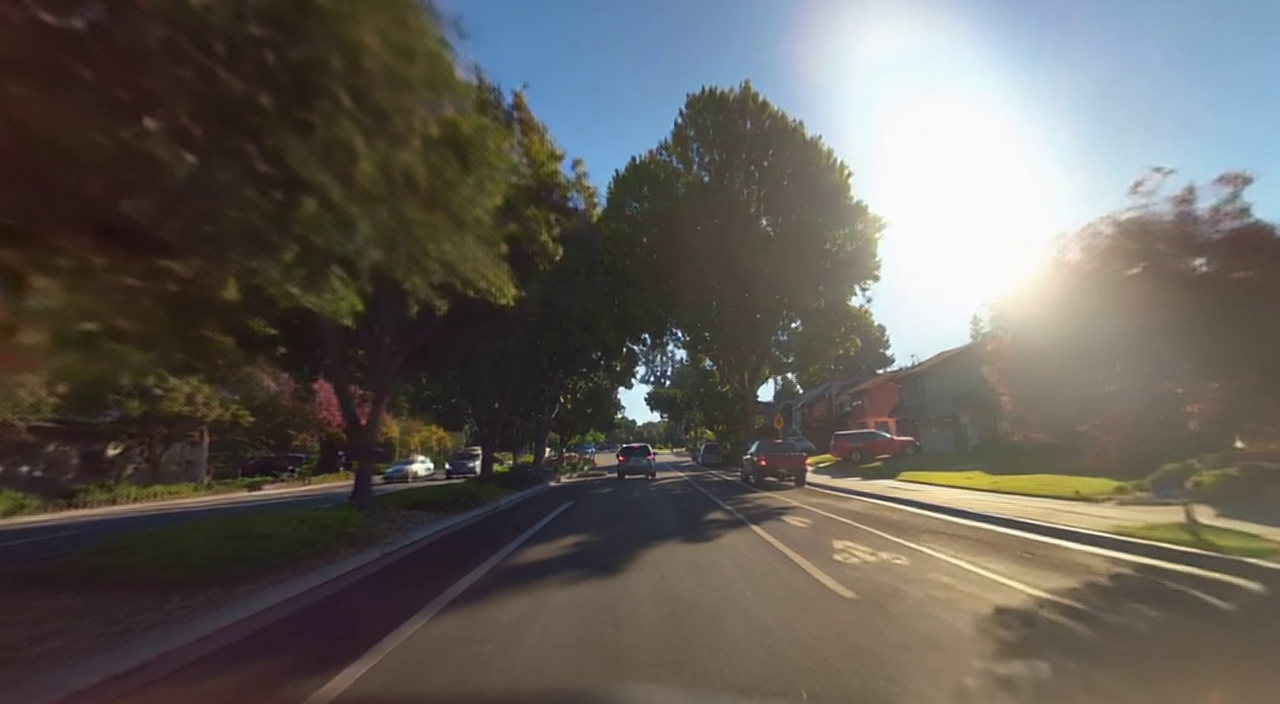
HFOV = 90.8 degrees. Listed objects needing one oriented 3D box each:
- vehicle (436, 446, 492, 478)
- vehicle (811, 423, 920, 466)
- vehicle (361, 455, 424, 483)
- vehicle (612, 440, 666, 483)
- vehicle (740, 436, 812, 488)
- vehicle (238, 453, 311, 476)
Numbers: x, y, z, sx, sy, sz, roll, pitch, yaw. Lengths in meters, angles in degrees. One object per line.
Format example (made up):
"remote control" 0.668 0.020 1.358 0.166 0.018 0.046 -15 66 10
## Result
"vehicle" -10.335 6.483 37.455 2.028 1.759 4.360 0 -8 0
"vehicle" 11.849 4.931 33.494 4.919 1.886 2.086 -4 -10 2
"vehicle" -14.479 6.834 37.190 1.840 1.450 4.521 0 -8 1
"vehicle" -0.008 4.569 26.661 2.106 1.655 3.717 0 -8 1
"vehicle" 5.067 4.145 24.260 2.045 1.776 4.851 -1 -8 4
"vehicle" -26.274 8.054 45.472 4.300 1.465 1.949 6 -10 -35
